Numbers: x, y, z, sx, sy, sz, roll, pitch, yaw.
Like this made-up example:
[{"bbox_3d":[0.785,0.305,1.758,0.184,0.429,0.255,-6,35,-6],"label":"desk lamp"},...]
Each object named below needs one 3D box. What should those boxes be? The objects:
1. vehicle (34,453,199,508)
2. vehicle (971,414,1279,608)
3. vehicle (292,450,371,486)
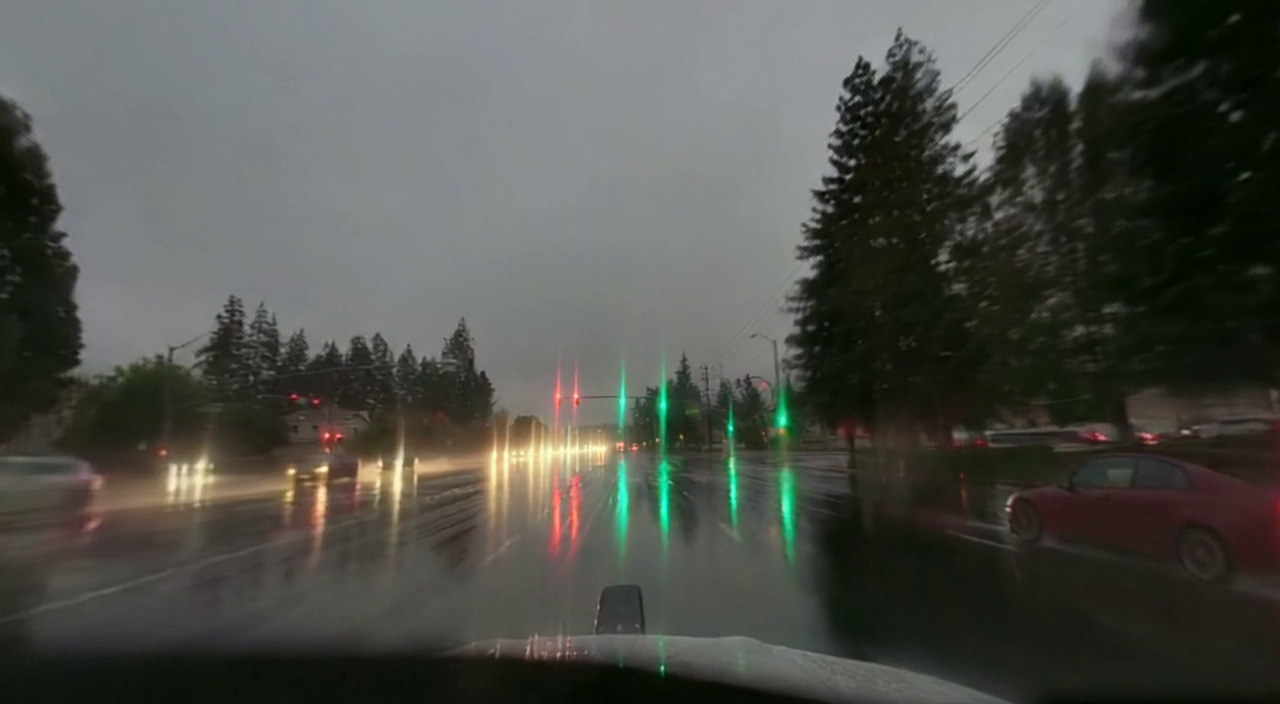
[{"bbox_3d":[-18.250,4.441,22.390,1.944,1.681,4.593,0,-9,-2],"label":"vehicle"},{"bbox_3d":[6.080,1.566,7.102,2.113,1.520,4.650,0,-9,-1],"label":"vehicle"},{"bbox_3d":[-14.804,5.568,30.576,1.880,1.545,3.962,0,-9,-1],"label":"vehicle"}]
